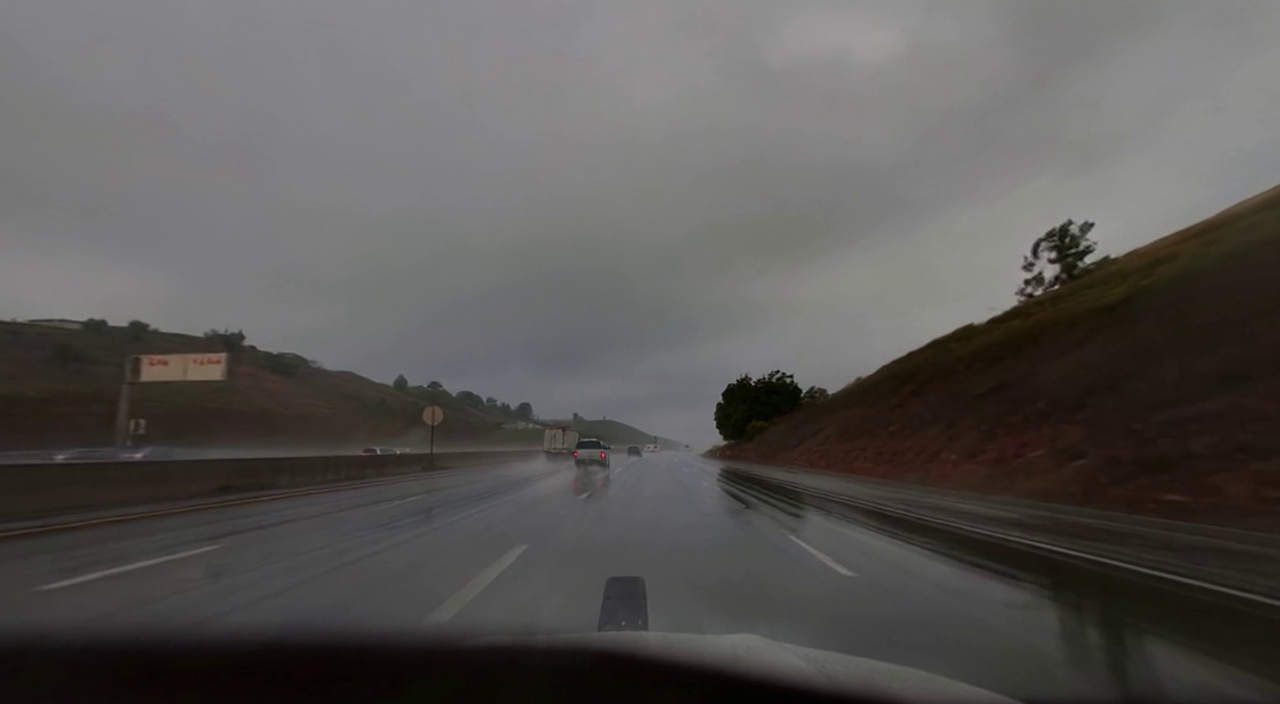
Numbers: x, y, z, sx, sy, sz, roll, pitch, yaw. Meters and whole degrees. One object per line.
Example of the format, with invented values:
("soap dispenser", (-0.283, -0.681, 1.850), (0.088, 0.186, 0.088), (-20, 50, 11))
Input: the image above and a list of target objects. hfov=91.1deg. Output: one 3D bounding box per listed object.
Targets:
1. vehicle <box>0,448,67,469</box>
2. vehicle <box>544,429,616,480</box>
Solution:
("vehicle", (-46.176, 8.015, 47.371), (1.798, 1.481, 4.117), (0, -8, 2))
("vehicle", (-2.371, 4.275, 26.382), (2.413, 1.896, 5.218), (0, -8, 1))
